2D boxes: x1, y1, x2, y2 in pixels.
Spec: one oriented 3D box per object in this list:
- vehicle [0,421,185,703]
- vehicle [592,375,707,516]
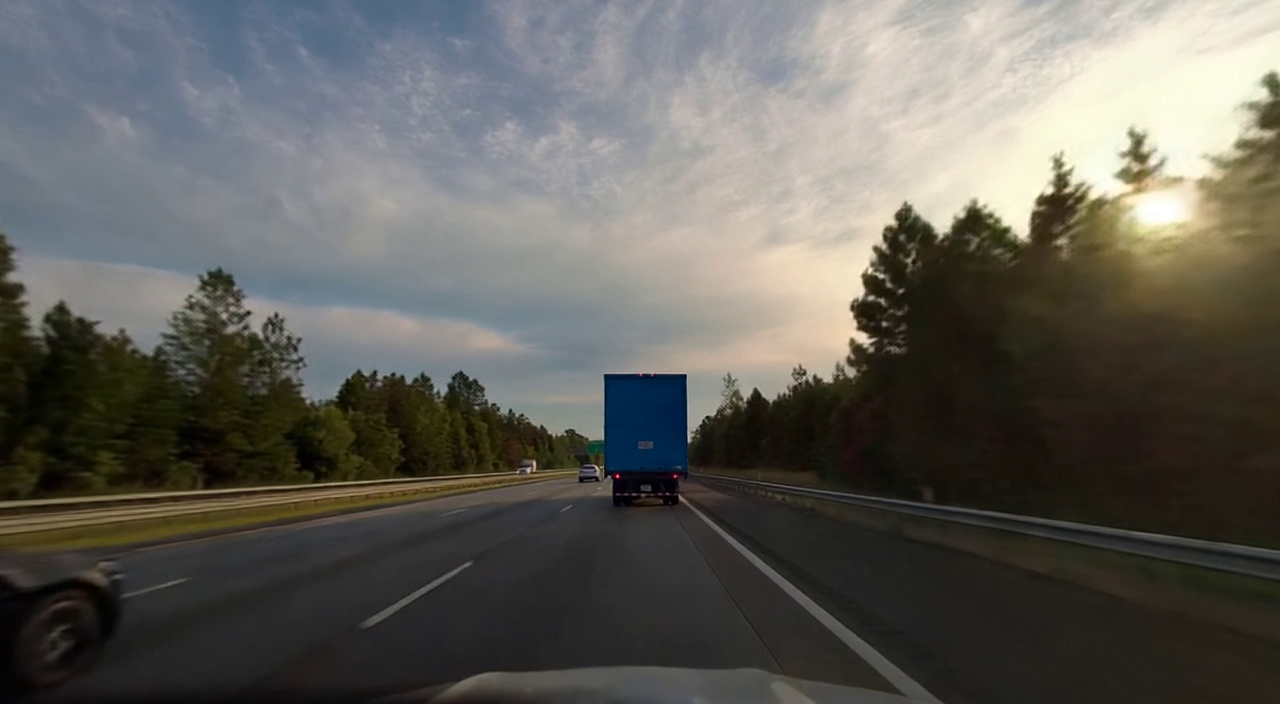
[{"bbox_3d":[-4.177,0.861,1.828,2.079,1.506,4.821,1,-10,0],"label":"vehicle"},{"bbox_3d":[0.127,3.300,21.367,3.008,3.678,9.512,1,-10,-2],"label":"vehicle"}]
